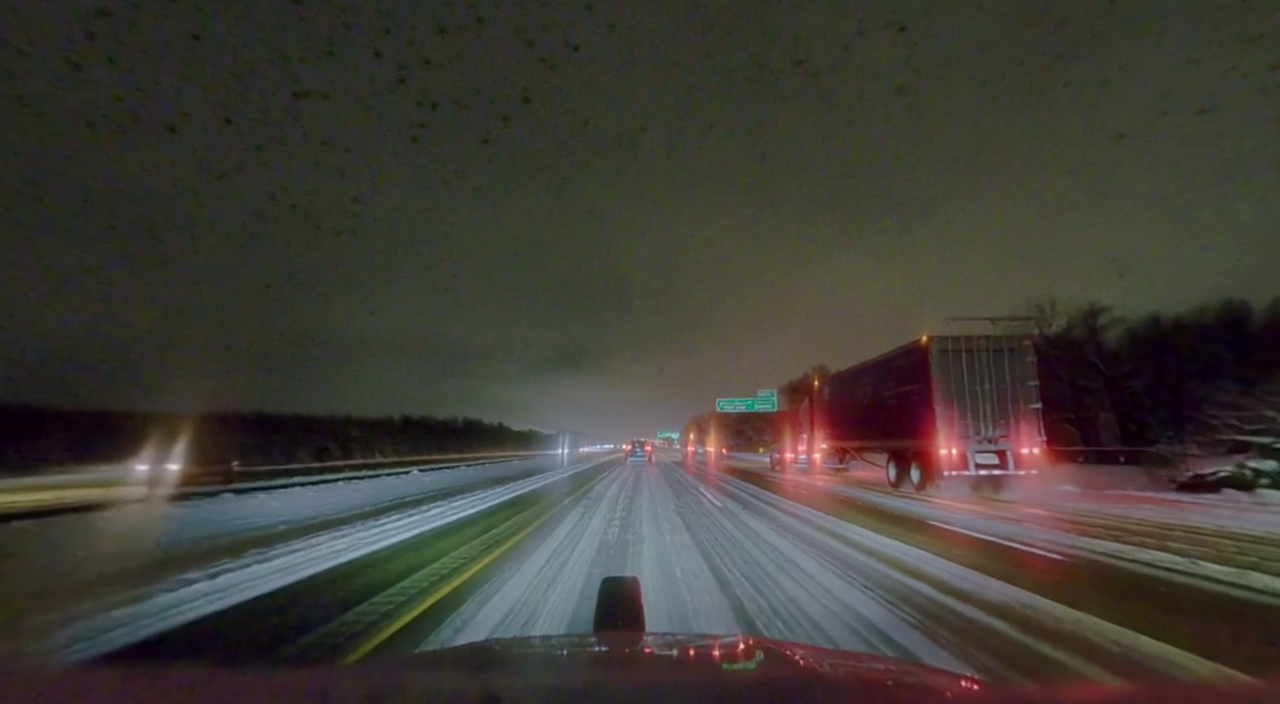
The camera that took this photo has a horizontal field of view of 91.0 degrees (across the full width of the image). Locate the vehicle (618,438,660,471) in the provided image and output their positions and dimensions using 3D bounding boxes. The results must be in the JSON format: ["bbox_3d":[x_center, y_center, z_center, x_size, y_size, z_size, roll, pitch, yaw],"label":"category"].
[{"bbox_3d":[-0.021,5.535,34.046,2.142,1.664,4.076,0,-9,1],"label":"vehicle"}]

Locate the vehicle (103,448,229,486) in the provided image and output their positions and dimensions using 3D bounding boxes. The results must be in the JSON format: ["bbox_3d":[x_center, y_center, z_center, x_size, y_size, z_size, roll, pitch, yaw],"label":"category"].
[{"bbox_3d":[-21.054,5.095,28.268,1.937,1.522,4.707,0,-9,1],"label":"vehicle"}]

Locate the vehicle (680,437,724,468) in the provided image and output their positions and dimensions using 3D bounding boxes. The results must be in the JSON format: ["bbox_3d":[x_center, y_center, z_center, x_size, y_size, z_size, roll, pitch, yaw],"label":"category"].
[{"bbox_3d":[3.840,6.305,39.565,2.269,1.839,4.554,0,-9,0],"label":"vehicle"}]
